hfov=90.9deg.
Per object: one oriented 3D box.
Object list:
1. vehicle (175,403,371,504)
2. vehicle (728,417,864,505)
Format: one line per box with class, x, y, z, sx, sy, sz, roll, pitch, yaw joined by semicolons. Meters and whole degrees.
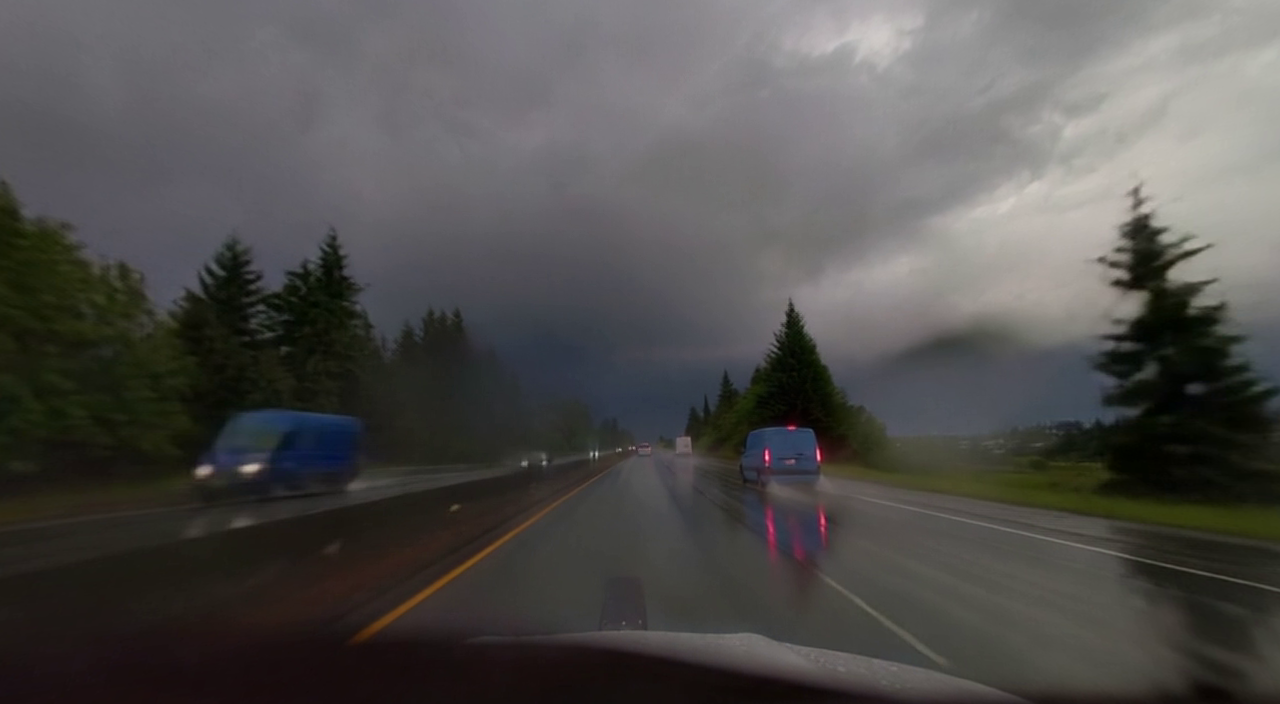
vehicle;-13.334;3.843;23.955;2.734;3.160;7.643;-1;-9;1
vehicle;4.016;2.945;17.282;2.371;2.045;4.768;0;-9;-1
